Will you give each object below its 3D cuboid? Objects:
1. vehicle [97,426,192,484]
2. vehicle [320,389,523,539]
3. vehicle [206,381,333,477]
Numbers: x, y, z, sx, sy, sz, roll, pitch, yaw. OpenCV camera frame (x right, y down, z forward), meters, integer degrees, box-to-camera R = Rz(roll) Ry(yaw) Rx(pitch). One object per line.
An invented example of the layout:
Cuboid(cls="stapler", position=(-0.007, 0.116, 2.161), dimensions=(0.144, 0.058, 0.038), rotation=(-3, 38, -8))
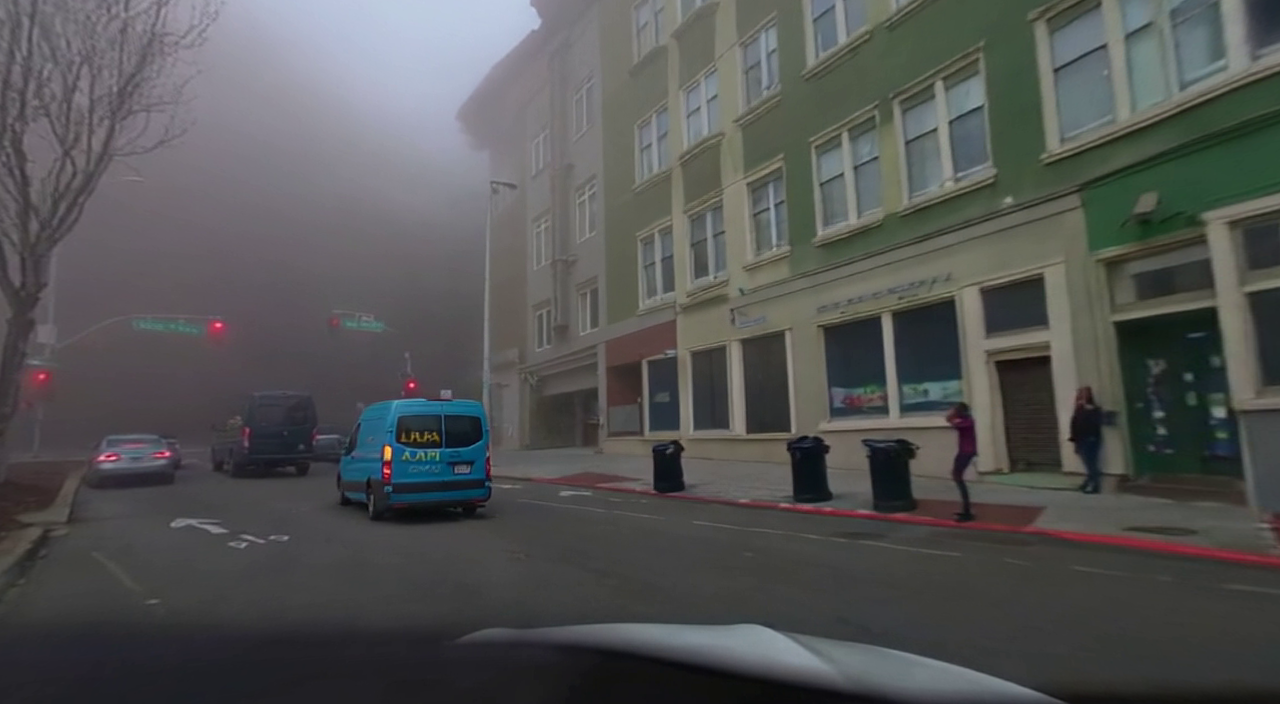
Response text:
Cuboid(cls="vehicle", position=(-14.149, 2.885, 17.922), dimensions=(1.841, 1.461, 3.426), rotation=(6, -10, -40))
Cuboid(cls="vehicle", position=(-3.775, 1.746, 10.417), dimensions=(1.951, 1.907, 4.266), rotation=(5, -9, -35))
Cuboid(cls="vehicle", position=(-12.482, 2.590, 20.948), dimensions=(2.333, 2.703, 6.504), rotation=(7, -10, -40))
